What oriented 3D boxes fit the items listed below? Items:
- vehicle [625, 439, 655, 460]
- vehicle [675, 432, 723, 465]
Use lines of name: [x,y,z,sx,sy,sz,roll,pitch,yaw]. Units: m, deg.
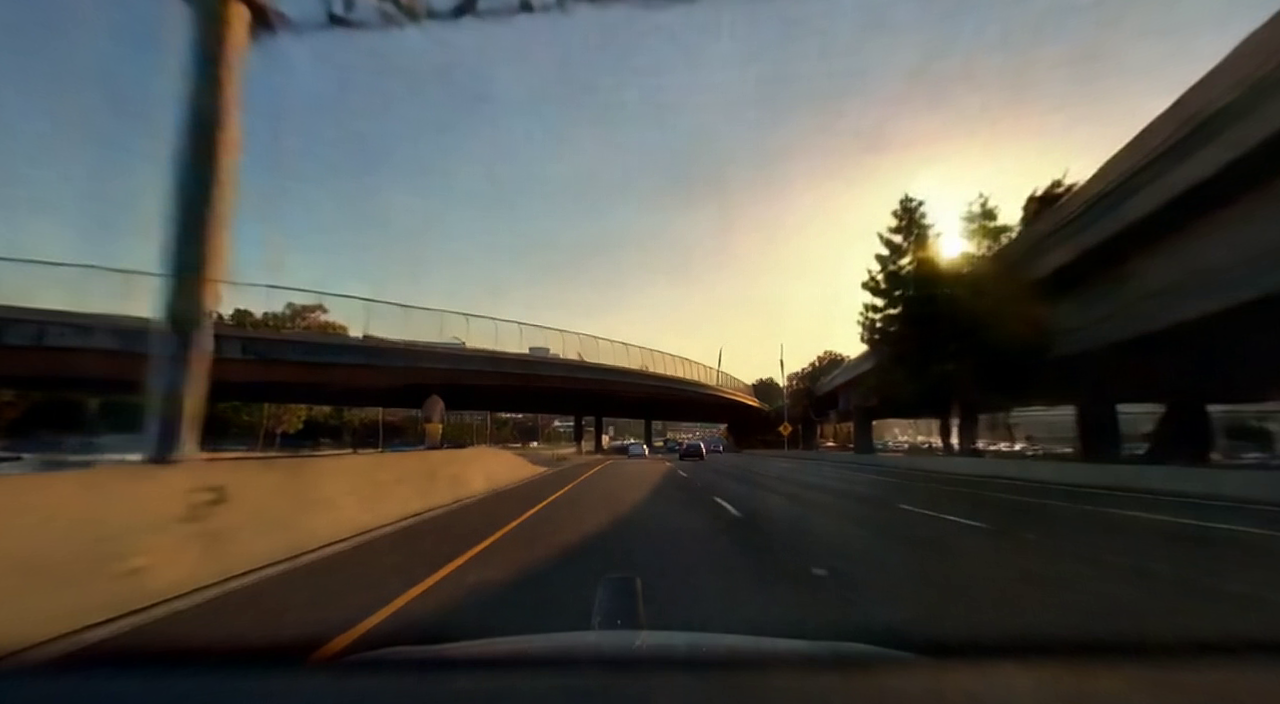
vehicle: [0.065,7.082,45.881,2.046,1.475,3.784,0,-9,2]
vehicle: [3.350,5.617,36.748,2.226,1.779,4.835,0,-9,-1]
